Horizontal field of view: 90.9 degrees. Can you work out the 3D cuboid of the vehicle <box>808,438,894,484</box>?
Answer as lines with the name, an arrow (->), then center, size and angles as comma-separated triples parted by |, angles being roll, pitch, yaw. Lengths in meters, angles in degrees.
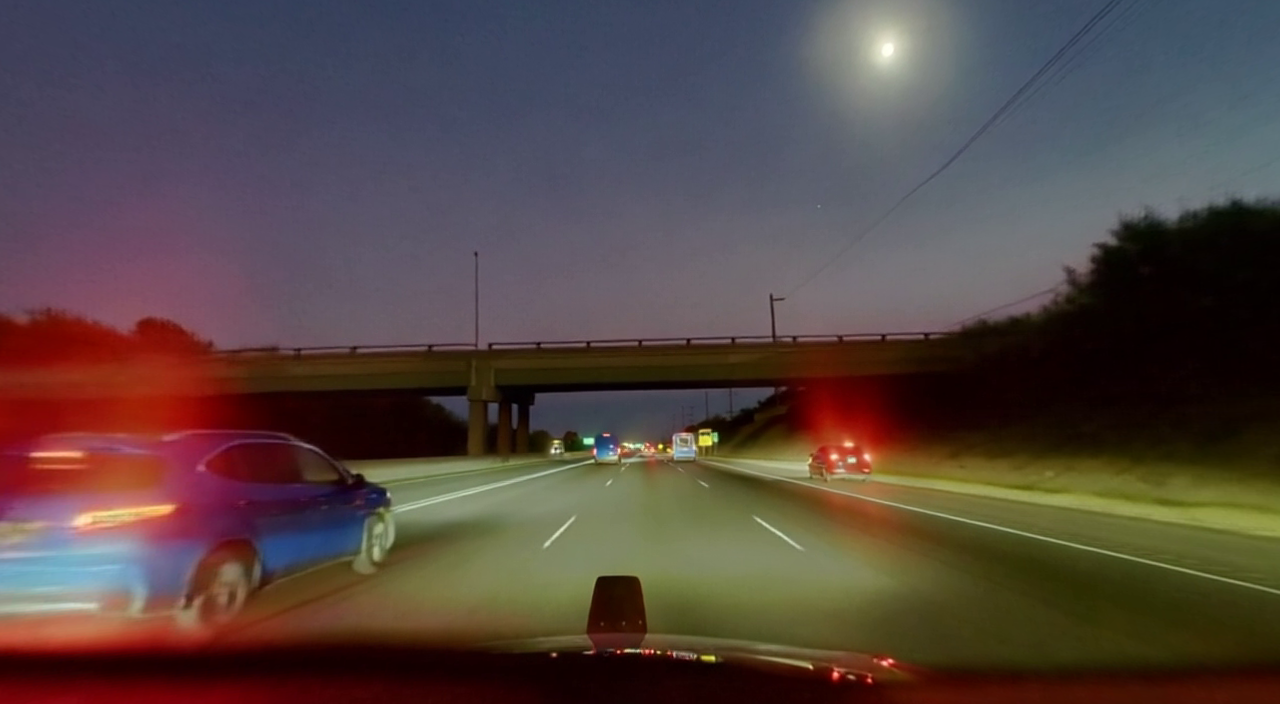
vehicle -> 8.337, 4.359, 25.317 | 1.936, 1.664, 4.198 | 0, -9, -1

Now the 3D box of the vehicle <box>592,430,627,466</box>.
vehicle -> -2.316, 7.553, 49.453 | 2.451, 2.627, 5.868 | 0, -9, 0

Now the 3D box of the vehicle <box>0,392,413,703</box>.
vehicle -> -3.148, 1.083, 3.427 | 2.029, 1.472, 4.721 | 0, -9, 1
